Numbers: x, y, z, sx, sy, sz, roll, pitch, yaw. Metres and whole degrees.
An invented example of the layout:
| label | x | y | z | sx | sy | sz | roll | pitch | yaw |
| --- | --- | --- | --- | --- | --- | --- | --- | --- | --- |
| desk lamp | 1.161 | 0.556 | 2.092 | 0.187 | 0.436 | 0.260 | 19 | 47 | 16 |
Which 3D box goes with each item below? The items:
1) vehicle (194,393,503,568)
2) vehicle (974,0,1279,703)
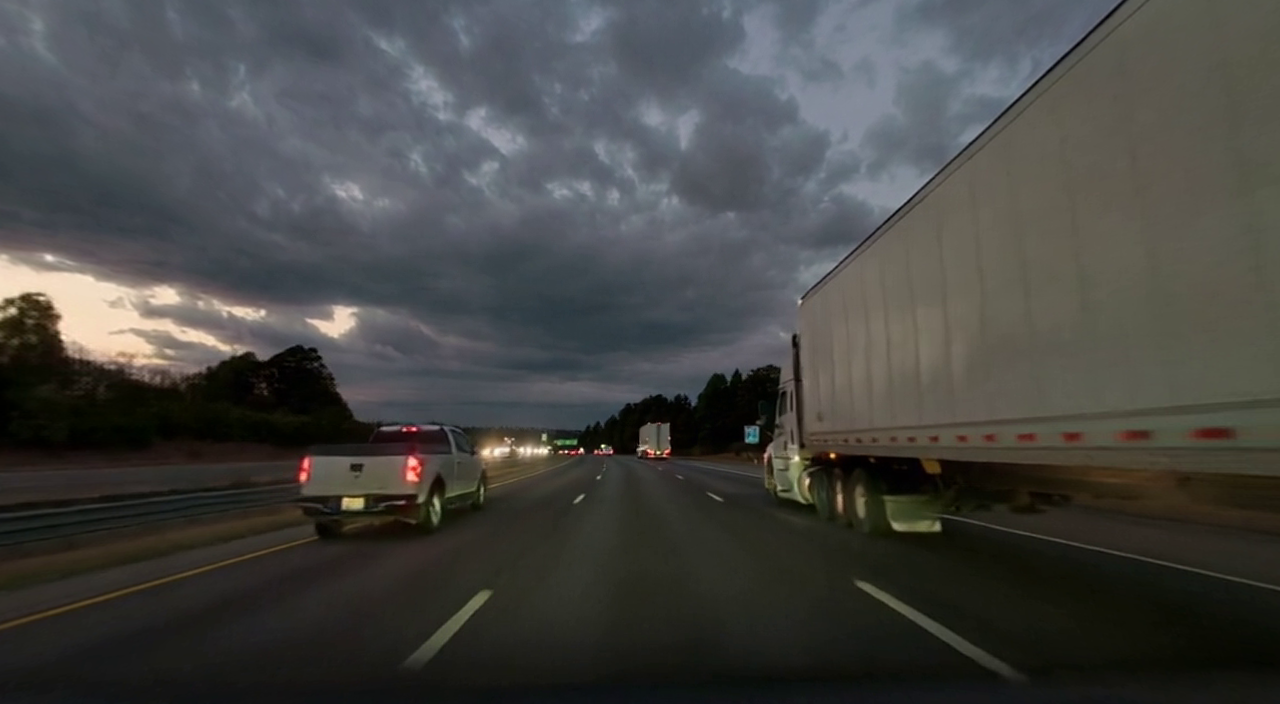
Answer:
| label | x | y | z | sx | sy | sz | roll | pitch | yaw |
| --- | --- | --- | --- | --- | --- | --- | --- | --- | --- |
| vehicle | -3.822 | 1.827 | 9.655 | 2.337 | 1.942 | 4.984 | 0 | -9 | 0 |
| vehicle | 4.274 | -0.487 | 1.017 | 2.826 | 4.035 | 8.369 | 0 | -9 | 1 |
